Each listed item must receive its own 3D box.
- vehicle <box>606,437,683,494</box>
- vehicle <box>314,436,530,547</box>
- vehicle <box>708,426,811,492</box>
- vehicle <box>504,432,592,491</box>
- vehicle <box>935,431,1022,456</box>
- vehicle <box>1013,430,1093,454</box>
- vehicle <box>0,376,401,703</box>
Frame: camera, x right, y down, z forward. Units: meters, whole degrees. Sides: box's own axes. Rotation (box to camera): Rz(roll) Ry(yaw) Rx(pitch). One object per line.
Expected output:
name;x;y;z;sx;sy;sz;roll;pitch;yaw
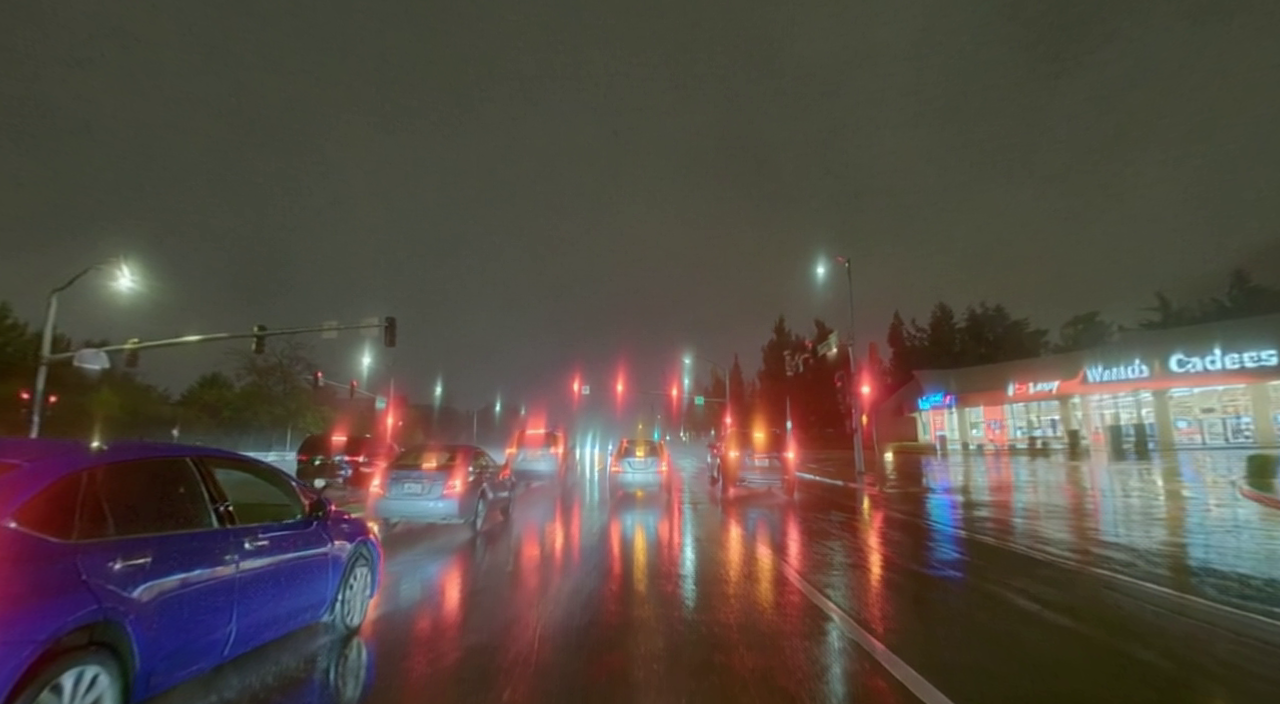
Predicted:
vehicle;0.148;3.325;18.712;2.032;1.499;3.994;0;-9;1
vehicle;-3.320;2.215;10.688;2.014;1.472;4.357;0;-9;1
vehicle;3.366;3.141;18.735;2.076;1.691;4.402;0;-9;-2
vehicle;-2.804;3.479;20.230;2.072;1.694;4.070;0;-9;2
vehicle;23.341;6.341;43.546;4.781;1.700;1.986;0;-9;1
vehicle;30.602;6.696;46.736;4.432;1.680;1.932;0;-9;2
vehicle;-3.087;0.933;2.526;2.249;1.517;4.951;0;-9;1
